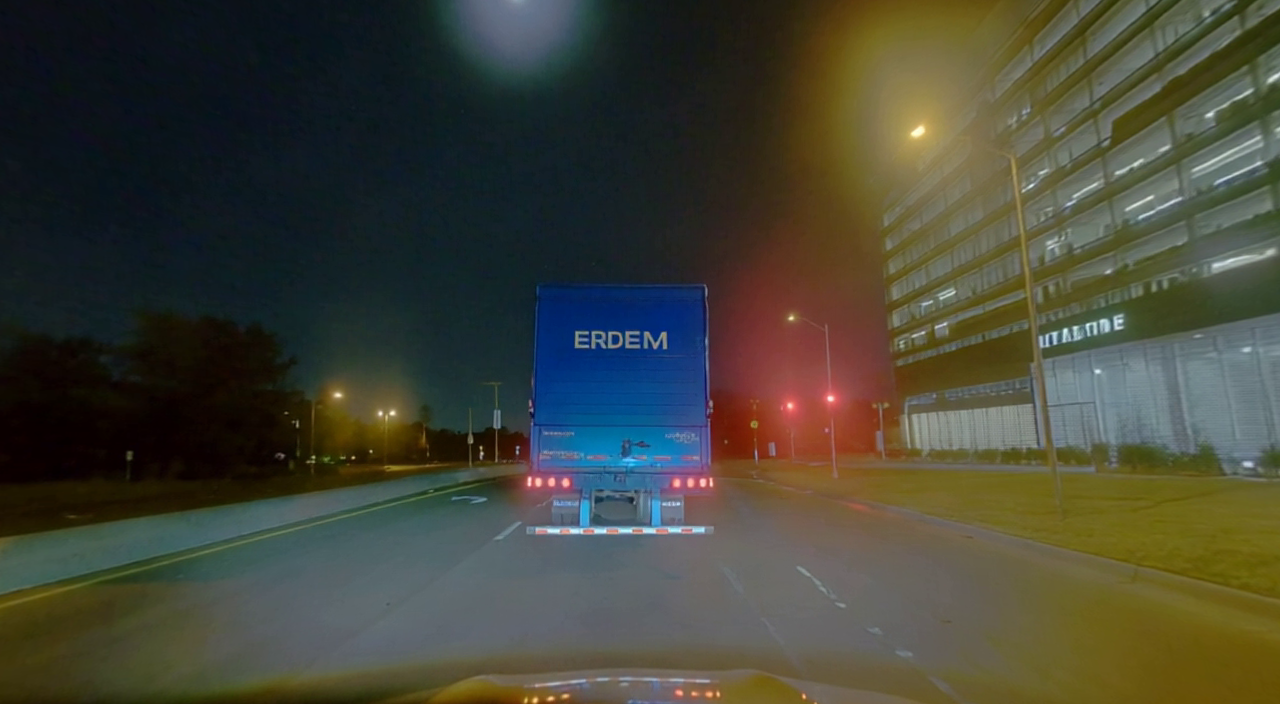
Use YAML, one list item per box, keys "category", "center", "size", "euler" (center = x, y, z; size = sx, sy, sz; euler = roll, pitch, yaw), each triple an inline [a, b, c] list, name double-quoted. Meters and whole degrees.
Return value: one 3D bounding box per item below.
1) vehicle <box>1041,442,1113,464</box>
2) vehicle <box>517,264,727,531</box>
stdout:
- category: "vehicle"
  center: [31.365, 7.222, 45.157]
  size: [1.652, 1.423, 3.797]
  euler: [5, -9, -35]
- category: "vehicle"
  center: [-0.192, 1.212, 13.471]
  size: [2.876, 3.724, 9.351]
  euler: [0, -8, 1]
